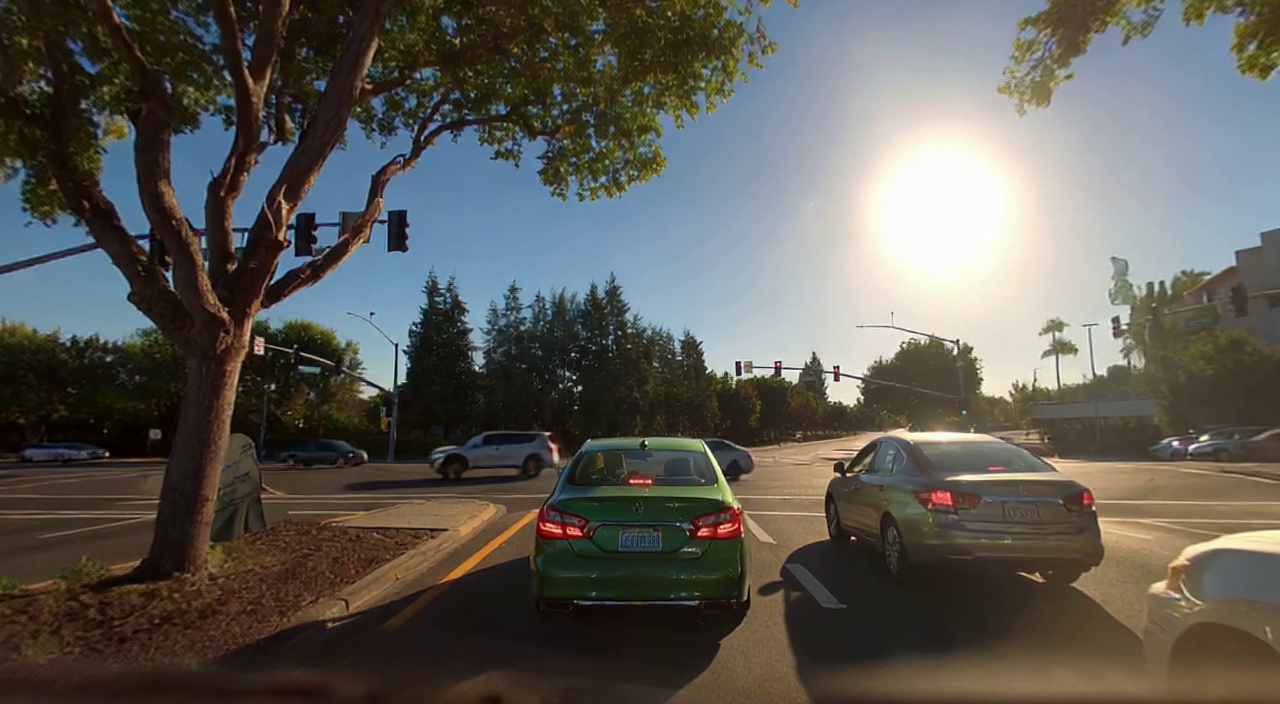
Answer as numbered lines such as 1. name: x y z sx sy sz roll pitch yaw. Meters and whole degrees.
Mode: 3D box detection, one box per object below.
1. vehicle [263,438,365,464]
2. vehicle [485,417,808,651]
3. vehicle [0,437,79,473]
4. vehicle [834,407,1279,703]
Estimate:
1. vehicle: -19.050 5.794 37.063 4.828 1.467 1.963 0 -8 1
2. vehicle: 0.035 1.463 6.138 2.026 1.458 4.175 0 -9 0
3. vehicle: -30.412 4.990 30.782 4.517 1.637 1.935 -1 -9 8
4. vehicle: 3.104 1.300 4.839 1.861 1.479 4.371 0 -9 0
